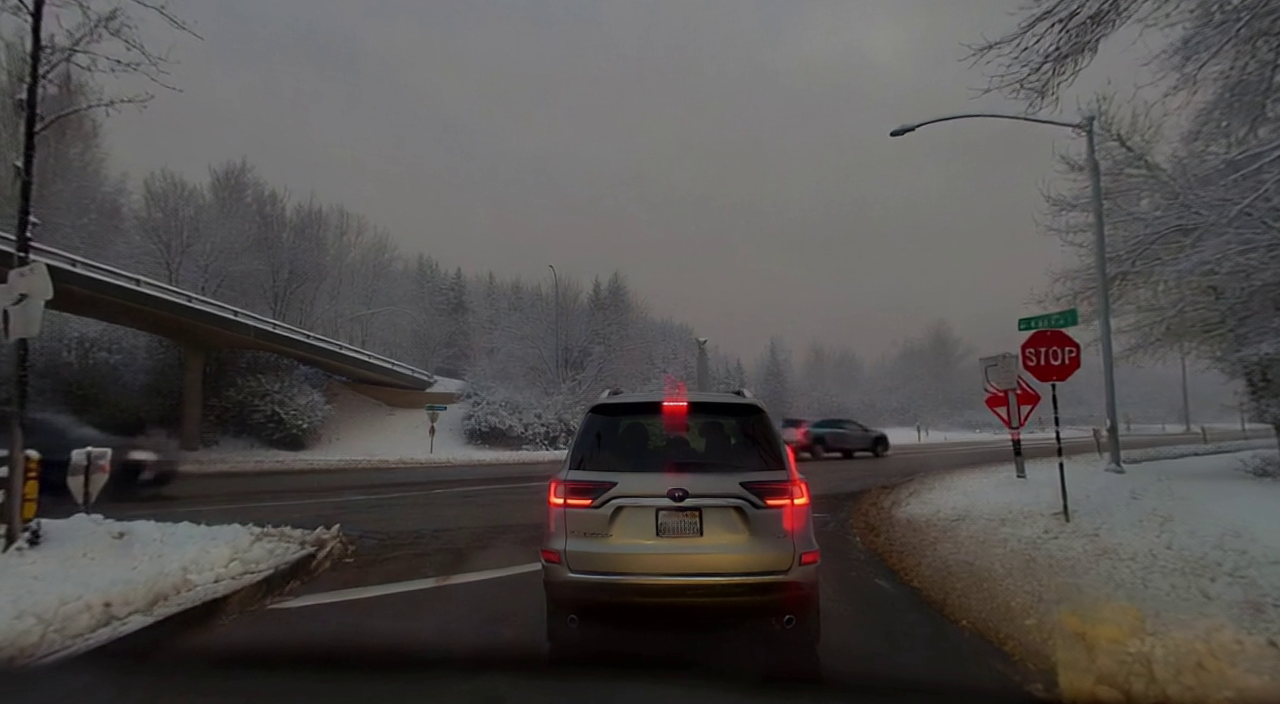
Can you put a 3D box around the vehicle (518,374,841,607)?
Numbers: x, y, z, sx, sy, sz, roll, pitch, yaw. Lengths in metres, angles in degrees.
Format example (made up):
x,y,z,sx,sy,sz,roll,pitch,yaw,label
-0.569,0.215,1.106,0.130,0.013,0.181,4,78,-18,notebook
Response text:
x,y,z,sx,sy,sz,roll,pitch,yaw,label
0.312,1.399,7.142,2.494,1.804,4.336,0,-9,0,vehicle
